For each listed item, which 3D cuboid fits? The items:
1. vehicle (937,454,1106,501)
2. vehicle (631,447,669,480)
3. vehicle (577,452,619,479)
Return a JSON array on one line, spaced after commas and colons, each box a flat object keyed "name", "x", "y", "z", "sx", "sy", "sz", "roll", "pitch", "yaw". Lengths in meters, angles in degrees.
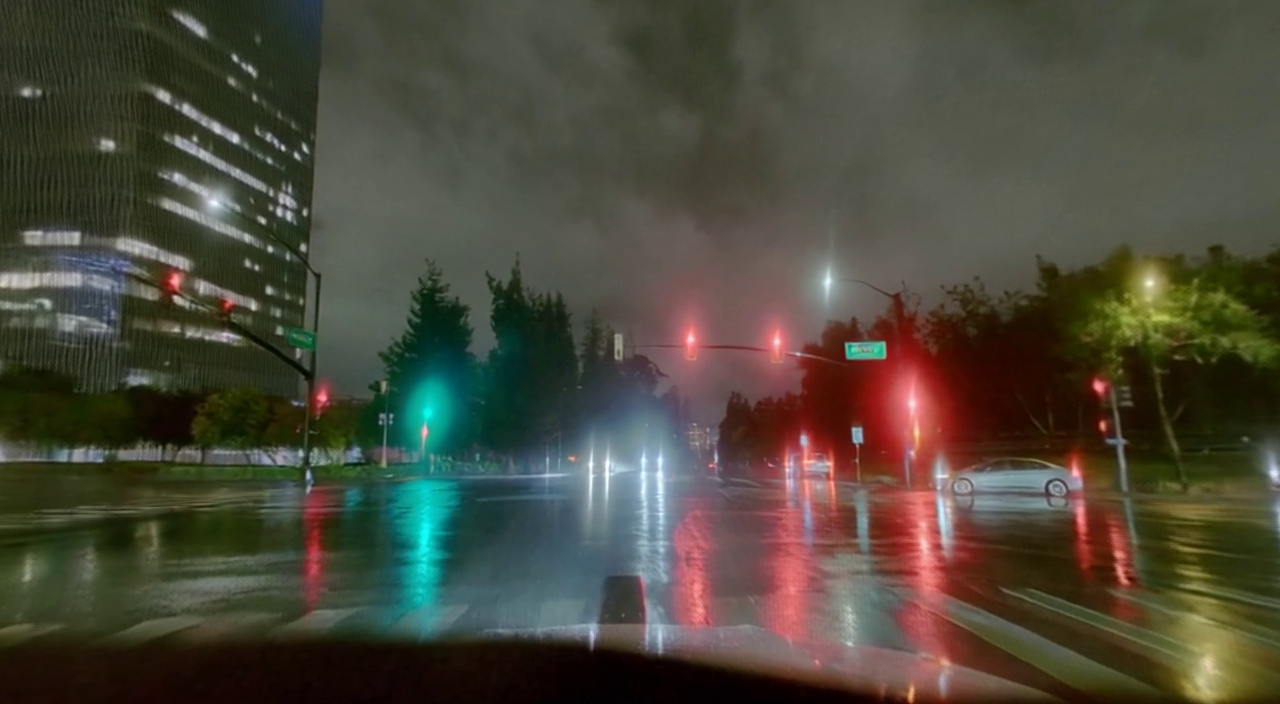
[{"name": "vehicle", "x": 13.588, "y": 4.485, "z": 22.776, "sx": 4.896, "sy": 1.503, "sz": 1.971, "roll": -4, "pitch": -9, "yaw": 23}, {"name": "vehicle", "x": 0.597, "y": 6.256, "z": 35.522, "sx": 2.018, "sy": 1.699, "sz": 4.751, "roll": 0, "pitch": -9, "yaw": 1}, {"name": "vehicle", "x": -2.484, "y": 6.897, "z": 38.374, "sx": 2.068, "sy": 1.486, "sz": 4.664, "roll": -1, "pitch": -9, "yaw": 2}]
